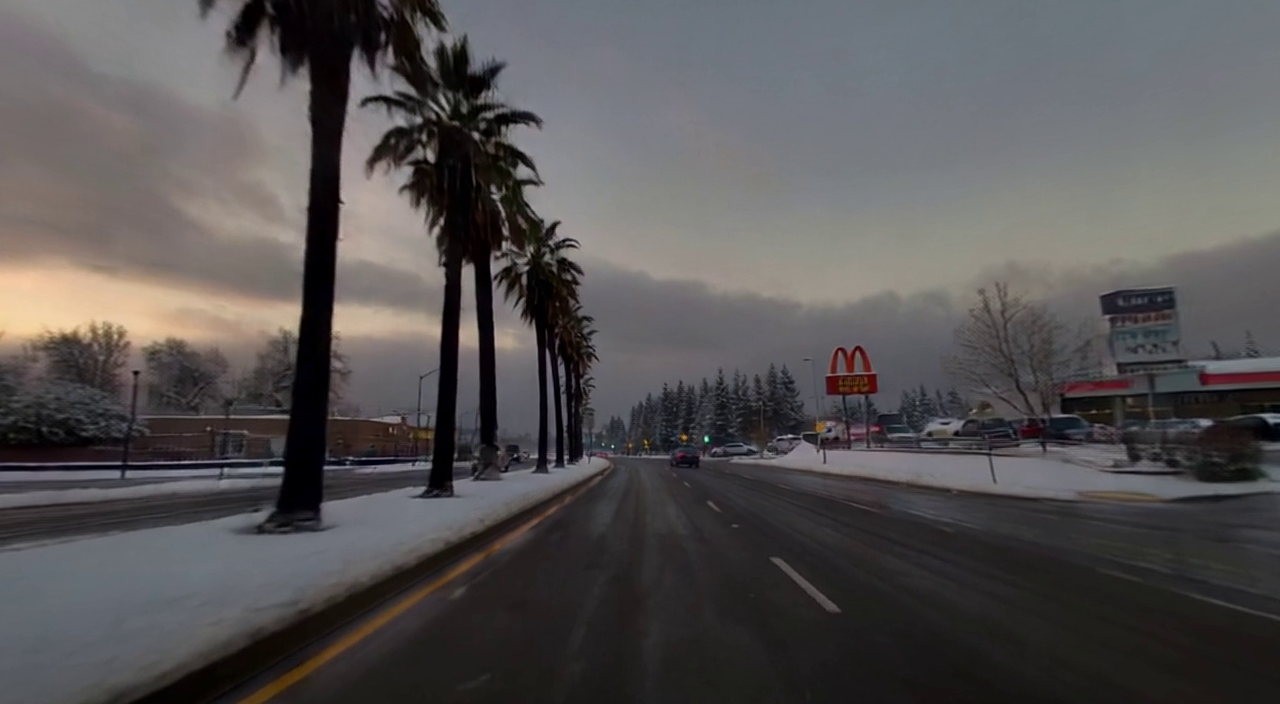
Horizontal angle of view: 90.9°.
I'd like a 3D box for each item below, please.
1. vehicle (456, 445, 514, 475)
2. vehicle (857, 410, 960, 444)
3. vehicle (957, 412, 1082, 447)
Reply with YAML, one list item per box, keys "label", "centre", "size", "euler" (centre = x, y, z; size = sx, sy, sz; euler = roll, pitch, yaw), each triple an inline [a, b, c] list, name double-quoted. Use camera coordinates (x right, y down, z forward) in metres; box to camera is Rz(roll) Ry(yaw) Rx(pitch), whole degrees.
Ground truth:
- label: "vehicle"
  centre: [-9.328, 6.532, 38.502]
  size: [2.361, 1.733, 5.099]
  euler: [0, -8, -2]
- label: "vehicle"
  centre: [17.991, 5.093, 42.518]
  size: [5.817, 1.906, 2.230]
  euler: [-2, -12, 0]
- label: "vehicle"
  centre: [18.692, 3.882, 31.256]
  size: [4.649, 1.662, 2.349]
  euler: [0, -9, 1]
